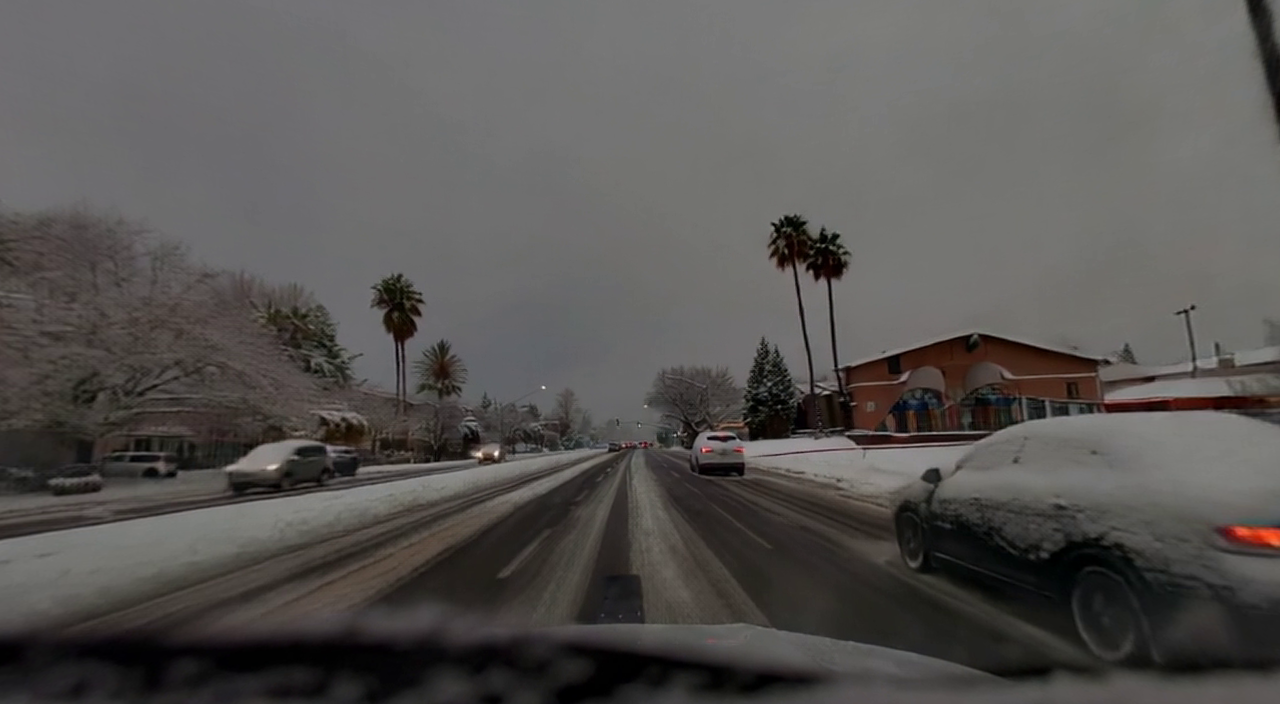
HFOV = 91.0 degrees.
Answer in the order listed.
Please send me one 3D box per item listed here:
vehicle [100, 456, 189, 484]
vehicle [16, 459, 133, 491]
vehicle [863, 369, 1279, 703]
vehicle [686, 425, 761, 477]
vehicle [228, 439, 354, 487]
[{"bbox_3d":[-30.179,7.179,38.507,1.871,1.534,4.524,0,-8,-2],"label":"vehicle"},{"bbox_3d":[-29.981,6.489,33.600,1.820,1.454,4.709,0,-8,0],"label":"vehicle"},{"bbox_3d":[3.632,1.225,5.019,2.084,1.682,4.148,0,-8,-1],"label":"vehicle"},{"bbox_3d":[3.253,3.997,25.555,2.244,1.901,4.561,0,-8,-2],"label":"vehicle"},{"bbox_3d":[-15.401,4.911,28.295,2.315,1.911,5.751,0,-8,1],"label":"vehicle"}]
